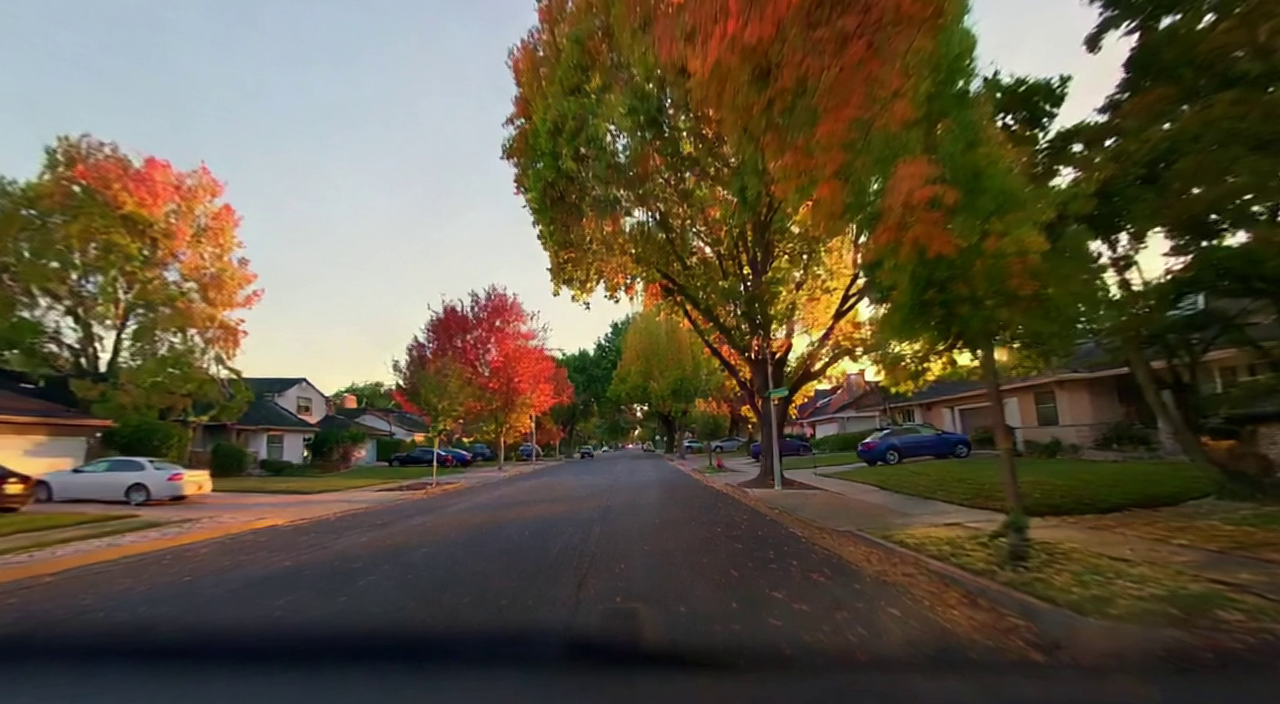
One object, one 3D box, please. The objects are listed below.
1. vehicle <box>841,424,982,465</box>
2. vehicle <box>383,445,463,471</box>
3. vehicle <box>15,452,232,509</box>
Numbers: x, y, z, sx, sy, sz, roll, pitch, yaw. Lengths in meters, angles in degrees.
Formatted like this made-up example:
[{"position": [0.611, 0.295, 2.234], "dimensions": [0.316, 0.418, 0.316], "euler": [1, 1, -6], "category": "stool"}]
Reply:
[{"position": [10.230, 3.524, 24.084], "dimensions": [4.422, 1.488, 2.013], "euler": [0, -8, 0], "category": "vehicle"}, {"position": [-15.303, 7.490, 44.677], "dimensions": [4.830, 1.725, 2.116], "euler": [0, -9, 1], "category": "vehicle"}, {"position": [-14.875, 3.696, 18.441], "dimensions": [4.492, 1.501, 1.903], "euler": [1, -9, -5], "category": "vehicle"}]
